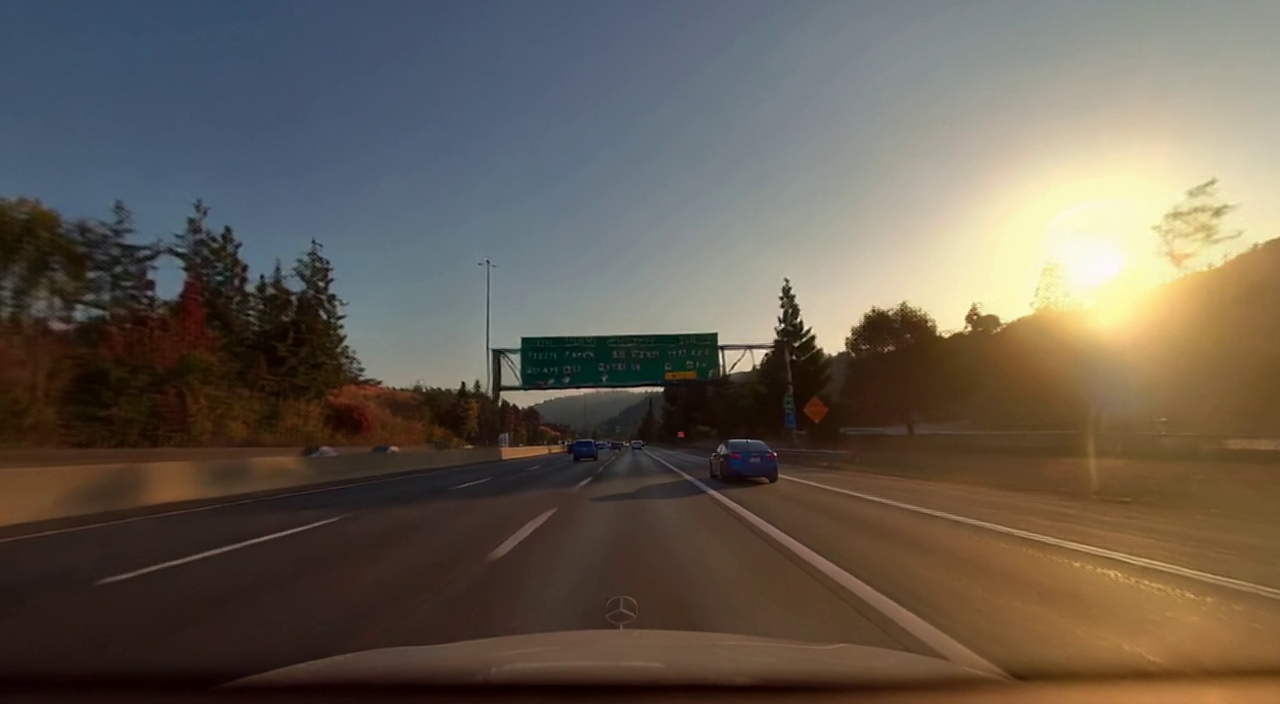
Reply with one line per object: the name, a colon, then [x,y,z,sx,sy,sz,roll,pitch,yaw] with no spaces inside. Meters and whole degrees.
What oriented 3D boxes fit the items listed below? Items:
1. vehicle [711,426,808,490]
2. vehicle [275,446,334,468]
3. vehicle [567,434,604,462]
vehicle: [3.483,3.185,19.261,2.053,1.714,4.097,0,-9,-2]
vehicle: [-24.888,7.798,47.114,1.862,1.483,4.697,0,-9,-1]
vehicle: [-3.757,6.726,44.214,2.173,1.793,4.564,0,-9,0]
